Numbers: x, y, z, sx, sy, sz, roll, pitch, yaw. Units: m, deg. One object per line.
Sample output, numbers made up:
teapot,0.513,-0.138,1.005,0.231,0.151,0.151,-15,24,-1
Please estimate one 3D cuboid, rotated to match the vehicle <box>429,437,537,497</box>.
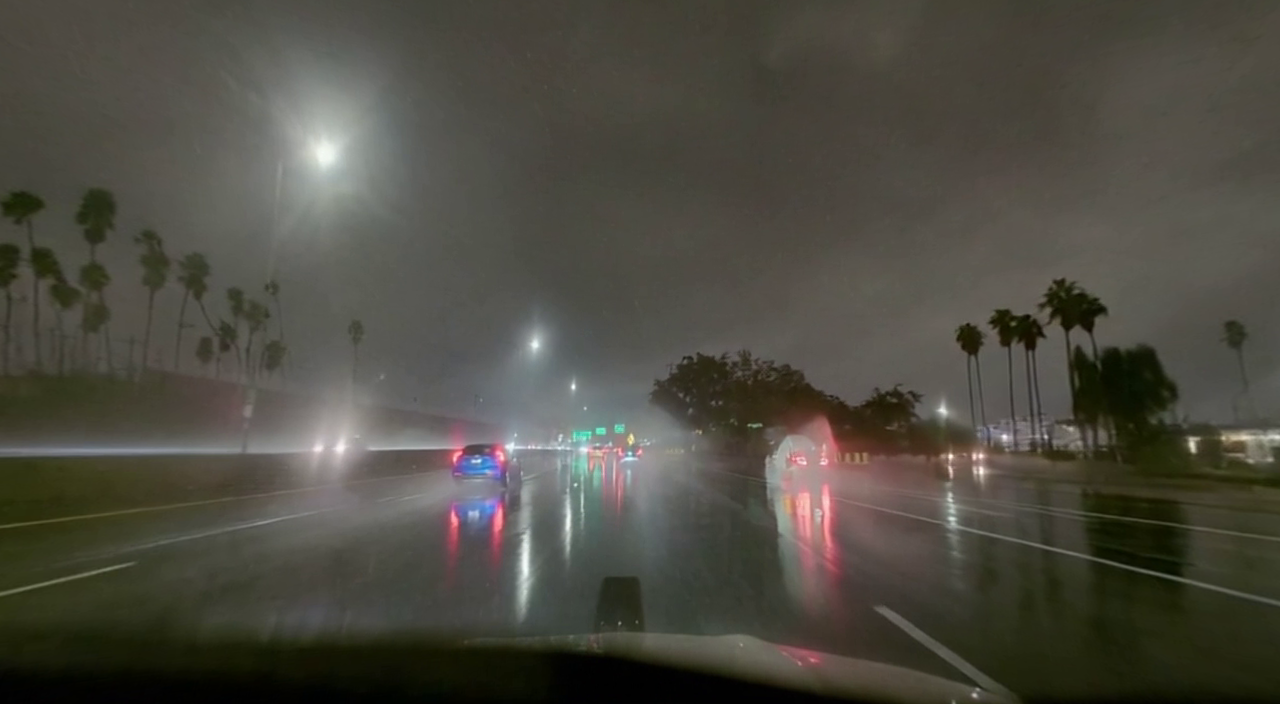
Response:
vehicle,-4.421,3.305,18.444,2.120,1.537,4.139,0,-8,-1
